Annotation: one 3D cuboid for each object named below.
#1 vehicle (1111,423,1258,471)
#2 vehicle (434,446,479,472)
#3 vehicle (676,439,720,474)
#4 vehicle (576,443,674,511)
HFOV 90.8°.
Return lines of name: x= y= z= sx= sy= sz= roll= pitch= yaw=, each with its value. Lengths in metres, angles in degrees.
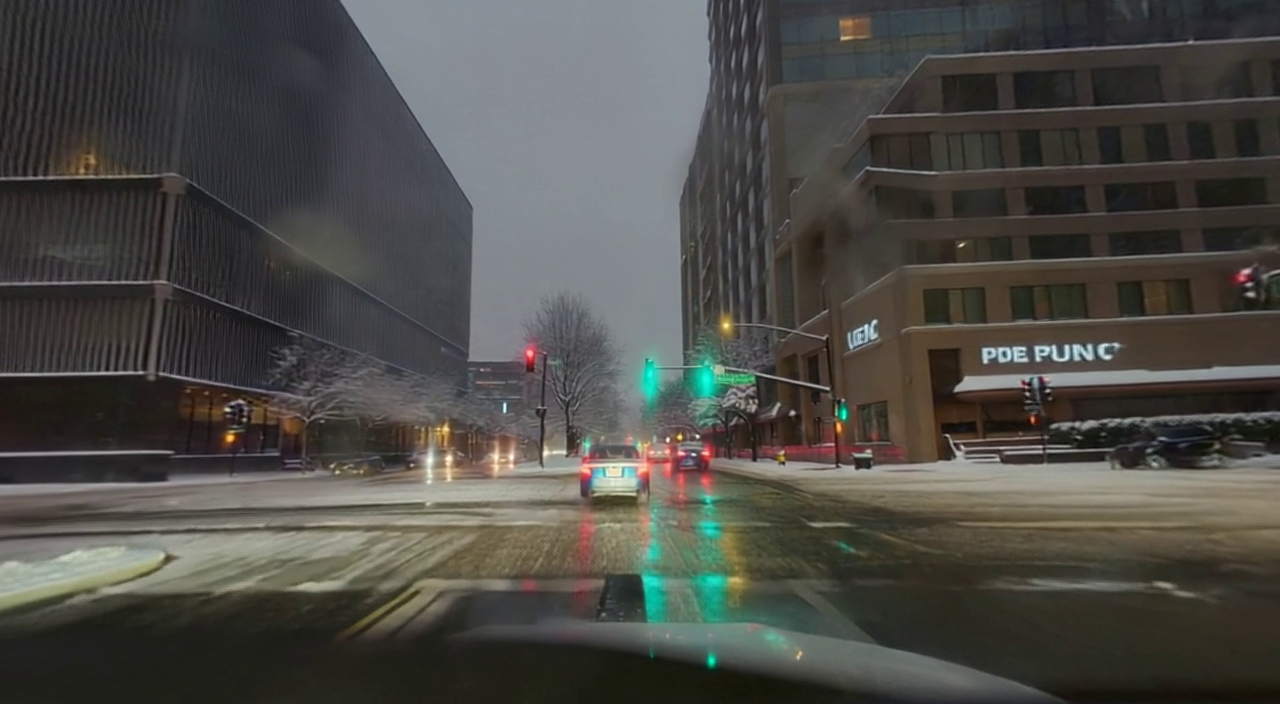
vehicle: x=23.975 y=4.222 z=27.962 sx=4.384 sy=2.000 sz=2.345 roll=1 pitch=-9 yaw=-4
vehicle: x=-12.684 y=7.402 z=43.992 sx=2.000 sy=1.507 sz=4.286 roll=-3 pitch=-8 yaw=-2
vehicle: x=3.240 y=5.871 z=35.944 sx=2.078 sy=1.799 sz=4.089 roll=1 pitch=-8 yaw=-1
vehicle: x=-0.374 y=3.046 z=15.946 sx=2.144 sy=1.398 sz=3.963 roll=1 pitch=-8 yaw=-1
